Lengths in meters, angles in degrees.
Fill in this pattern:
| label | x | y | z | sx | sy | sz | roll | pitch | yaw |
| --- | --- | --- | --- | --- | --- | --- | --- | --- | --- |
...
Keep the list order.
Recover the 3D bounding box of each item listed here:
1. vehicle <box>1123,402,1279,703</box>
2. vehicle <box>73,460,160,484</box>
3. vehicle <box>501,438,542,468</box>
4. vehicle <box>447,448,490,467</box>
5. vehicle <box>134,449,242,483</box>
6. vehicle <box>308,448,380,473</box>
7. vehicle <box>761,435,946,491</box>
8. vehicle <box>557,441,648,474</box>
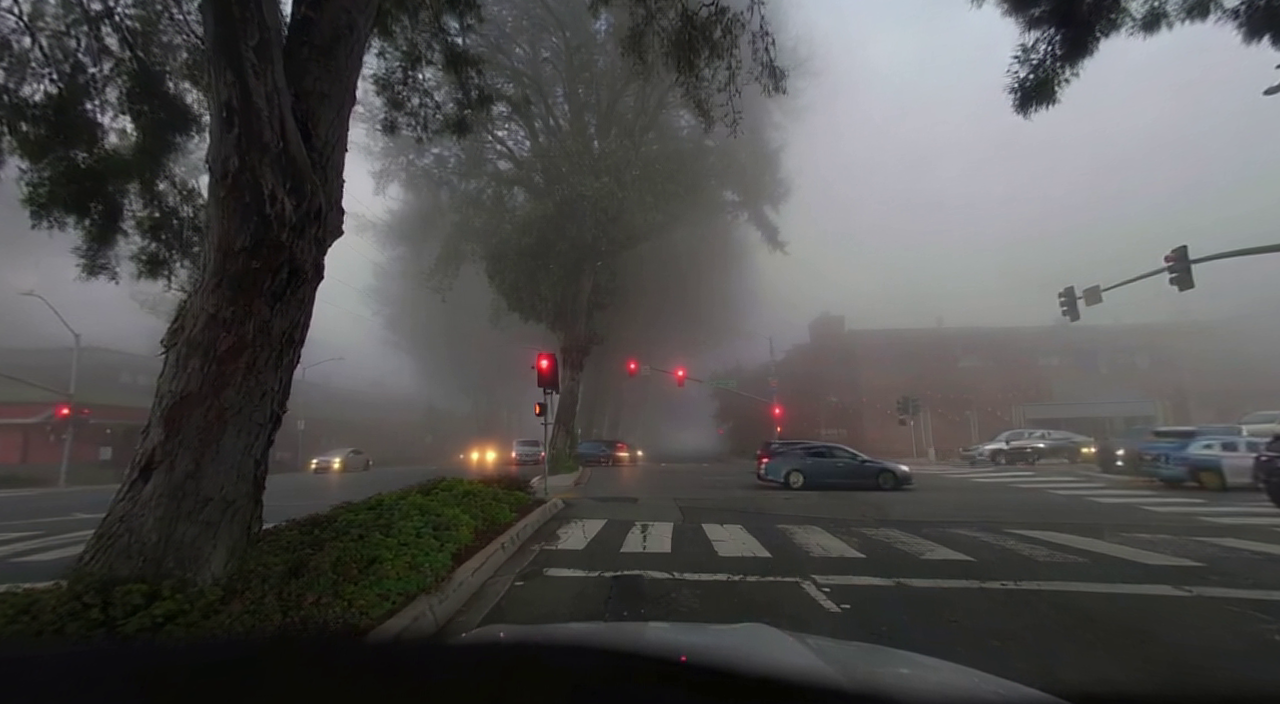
| label | x | y | z | sx | sy | sz | roll | pitch | yaw |
| --- | --- | --- | --- | --- | --- | --- | --- | --- | --- |
| vehicle | 3.095 | 0.655 | 0.420 | 1.990 | 1.454 | 4.490 | 0 | -8 | 1 |
| vehicle | -33.010 | 7.515 | 39.633 | 1.648 | 1.330 | 3.857 | -7 | -11 | 39 |
| vehicle | -7.792 | 6.545 | 40.857 | 2.276 | 1.842 | 4.958 | 2 | -9 | -14 |
| vehicle | -12.679 | 7.787 | 46.642 | 1.921 | 1.304 | 4.050 | 0 | -8 | 1 |
| vehicle | -21.694 | 5.456 | 30.423 | 1.853 | 1.456 | 4.531 | 0 | -8 | 0 |
| vehicle | -18.385 | 6.749 | 39.299 | 2.203 | 1.471 | 4.723 | 0 | -8 | 0 |
| vehicle | 6.066 | 3.139 | 18.088 | 4.719 | 1.449 | 2.026 | -3 | -9 | 21 |
| vehicle | -1.973 | 5.224 | 31.417 | 2.006 | 1.515 | 5.017 | 7 | -11 | -39 |
